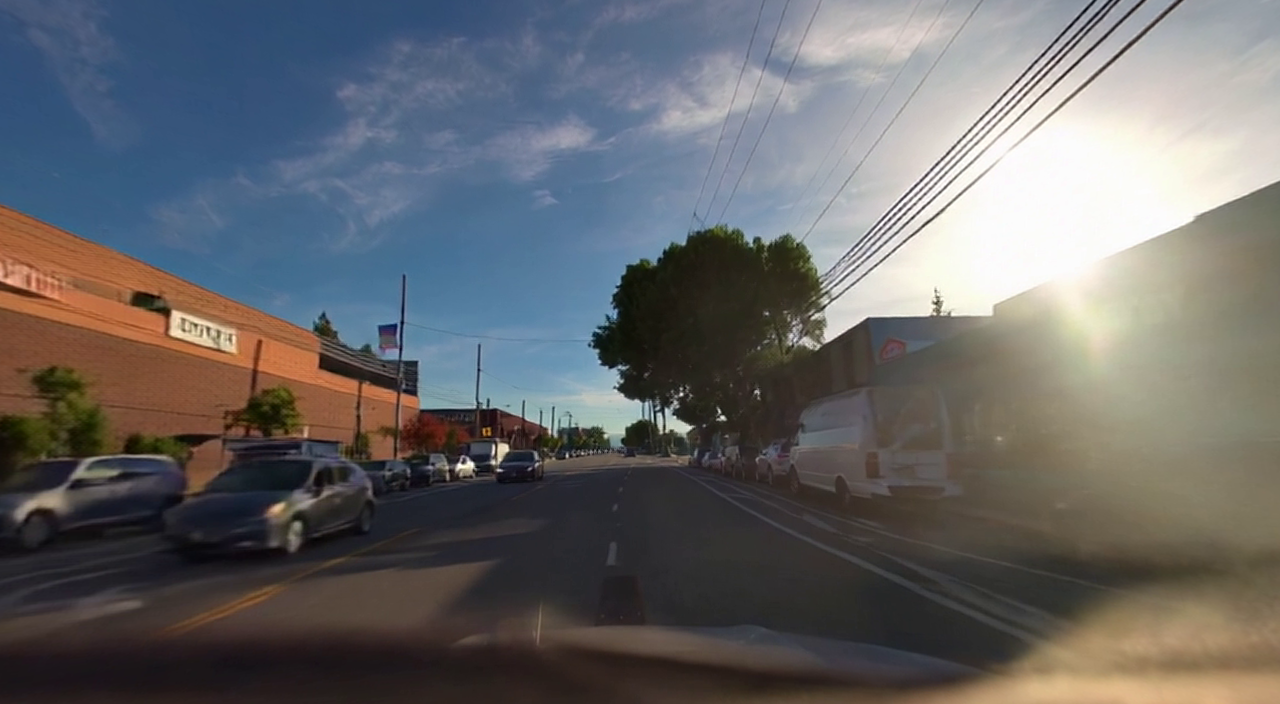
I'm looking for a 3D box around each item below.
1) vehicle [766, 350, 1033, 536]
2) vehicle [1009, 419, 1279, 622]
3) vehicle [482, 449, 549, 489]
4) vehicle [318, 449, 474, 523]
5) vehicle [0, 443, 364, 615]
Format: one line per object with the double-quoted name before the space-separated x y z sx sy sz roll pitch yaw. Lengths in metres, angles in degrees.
"vehicle" 5.250 2.135 14.801 2.815 3.203 7.558 0 -9 -1
"vehicle" 6.091 1.521 6.122 1.963 1.646 4.204 1 -9 -10
"vehicle" -5.086 4.820 26.387 1.925 1.479 4.444 0 -9 0
"vehicle" -5.558 3.083 15.119 1.845 1.469 4.413 -1 -9 2
"vehicle" -5.334 1.924 7.896 1.807 1.494 4.464 0 -9 -1
